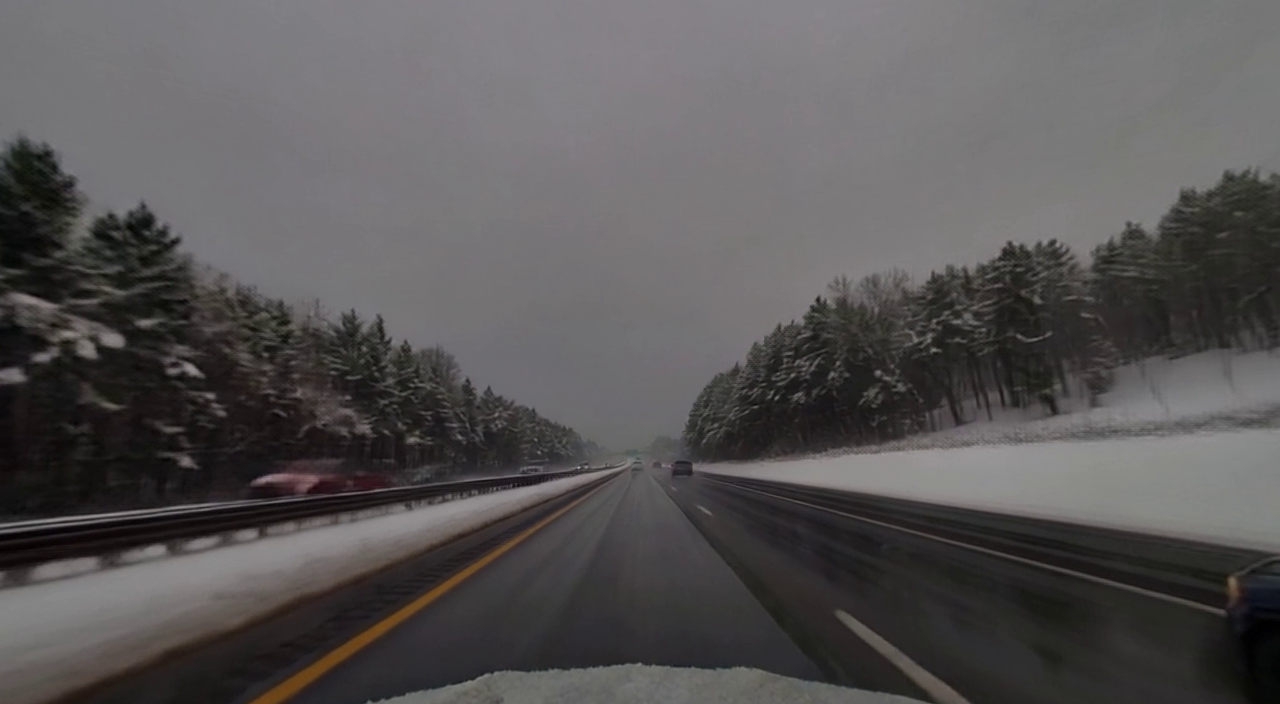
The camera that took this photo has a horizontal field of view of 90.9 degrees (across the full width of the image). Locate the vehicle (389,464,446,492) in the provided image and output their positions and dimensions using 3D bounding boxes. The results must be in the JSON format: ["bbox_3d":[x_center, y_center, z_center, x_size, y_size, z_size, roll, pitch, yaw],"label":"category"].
[{"bbox_3d":[-12.727,7.233,36.301,1.850,1.498,3.693,1,-10,1],"label":"vehicle"}]

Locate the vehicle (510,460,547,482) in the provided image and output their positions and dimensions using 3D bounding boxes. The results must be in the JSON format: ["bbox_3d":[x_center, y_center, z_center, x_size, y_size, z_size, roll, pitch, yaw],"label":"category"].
[{"bbox_3d":[-7.963,8.568,45.346,1.916,1.457,3.642,0,-10,2],"label":"vehicle"}]

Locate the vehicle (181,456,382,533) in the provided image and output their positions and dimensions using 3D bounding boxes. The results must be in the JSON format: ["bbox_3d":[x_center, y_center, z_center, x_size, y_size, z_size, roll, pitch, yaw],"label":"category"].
[{"bbox_3d":[-7.874,3.175,14.462,2.049,1.456,4.249,1,-10,1],"label":"vehicle"}]
